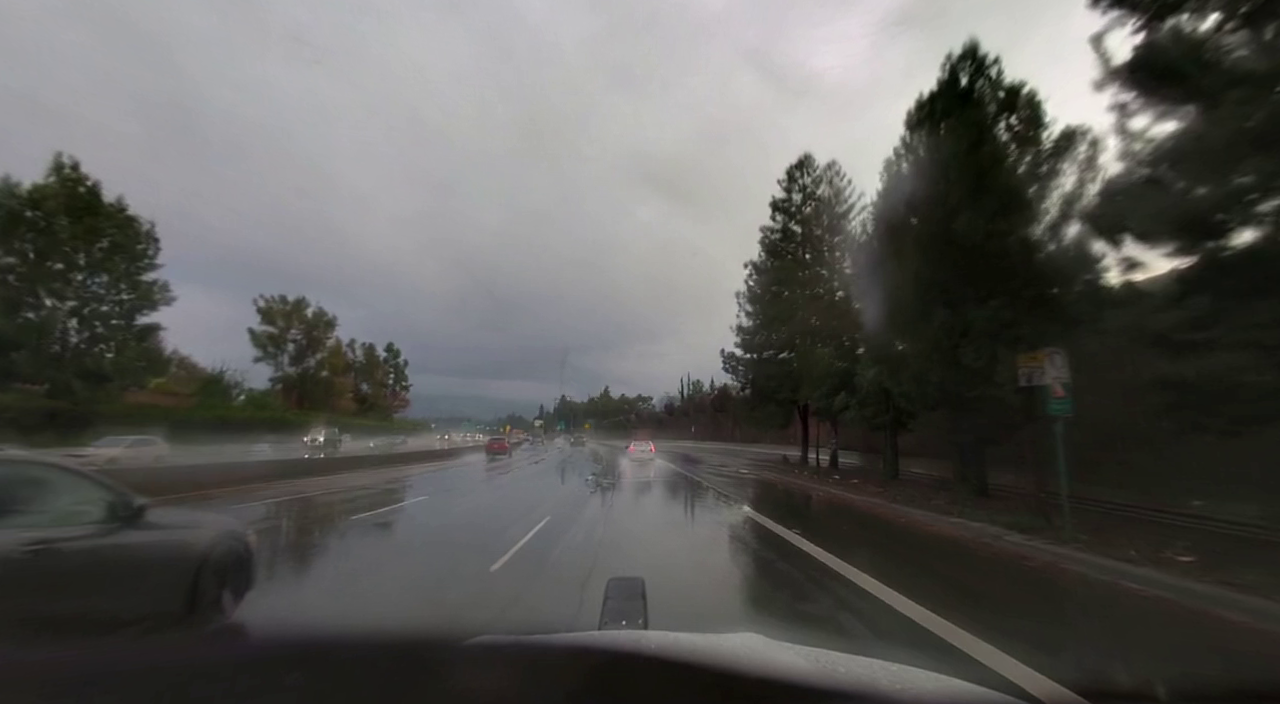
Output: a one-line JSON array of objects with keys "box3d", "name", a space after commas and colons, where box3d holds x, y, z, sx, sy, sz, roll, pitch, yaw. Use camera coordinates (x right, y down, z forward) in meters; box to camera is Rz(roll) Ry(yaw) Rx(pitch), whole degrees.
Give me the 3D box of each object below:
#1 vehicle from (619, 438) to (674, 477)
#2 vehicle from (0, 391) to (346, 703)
[{"box3d": [0.176, 4.284, 25.792, 2.051, 1.444, 3.927, 0, -9, -2], "name": "vehicle"}, {"box3d": [-3.505, 0.929, 2.461, 2.246, 1.519, 4.980, 0, -9, 1], "name": "vehicle"}]
